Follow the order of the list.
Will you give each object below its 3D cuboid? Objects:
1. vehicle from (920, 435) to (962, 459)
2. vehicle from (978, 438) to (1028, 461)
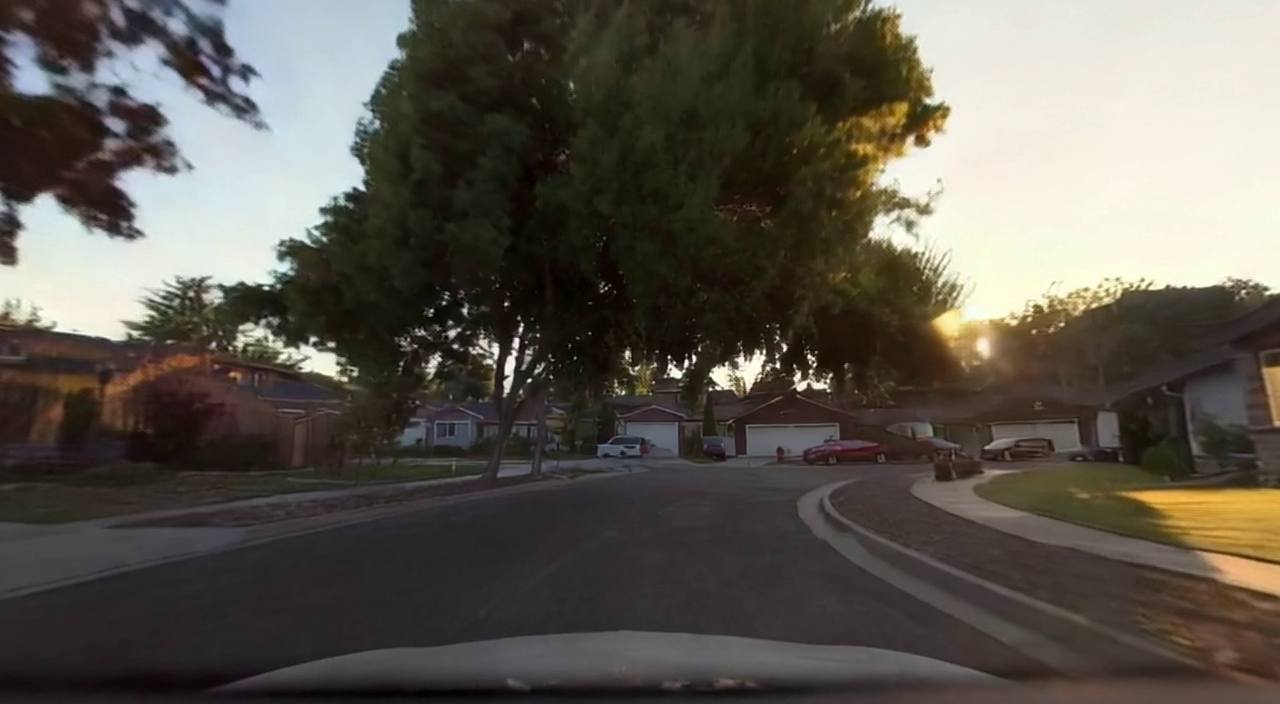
[{"bbox_3d":[22.550,7.154,47.514,1.937,1.731,4.179,-2,-9,13],"label":"vehicle"},{"bbox_3d":[26.068,7.033,45.533,1.873,1.556,4.216,-2,-9,12],"label":"vehicle"}]
